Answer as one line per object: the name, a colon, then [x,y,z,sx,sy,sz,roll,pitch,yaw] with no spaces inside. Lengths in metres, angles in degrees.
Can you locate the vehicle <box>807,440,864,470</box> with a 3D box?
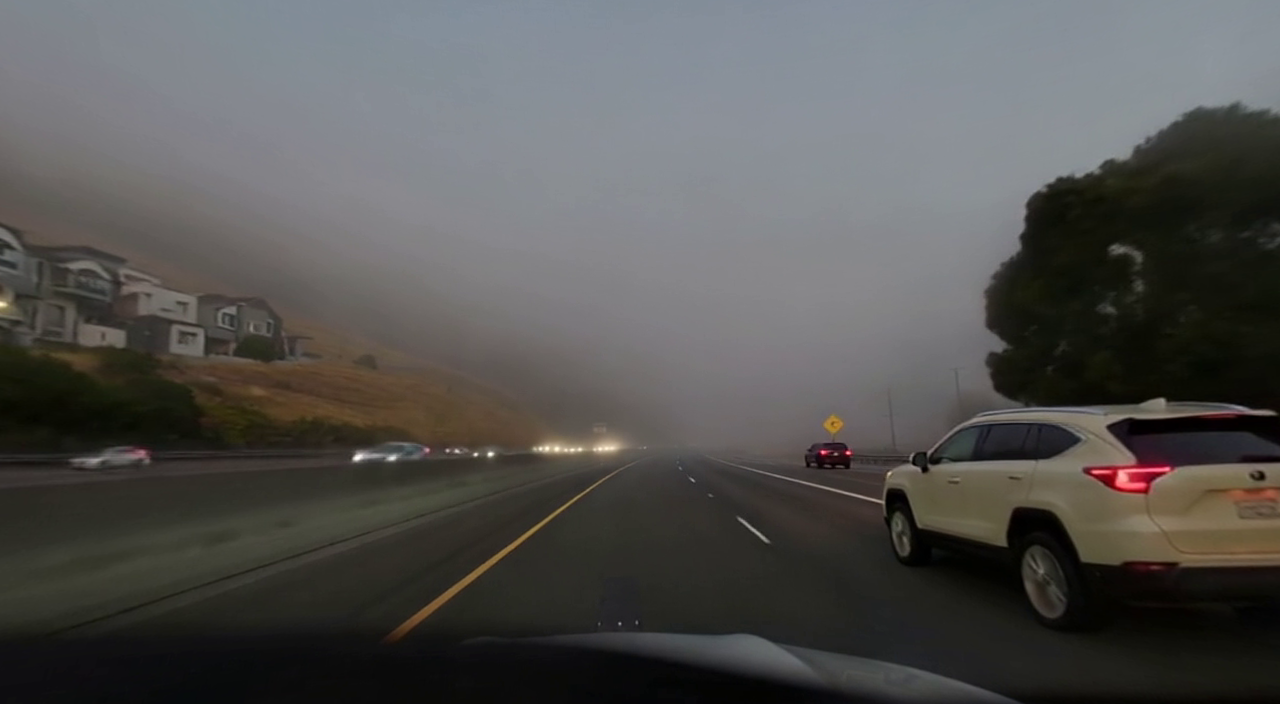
vehicle: [11.945,6.325,38.743,2.043,1.714,4.453,0,-9,0]

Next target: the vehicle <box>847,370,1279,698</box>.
vehicle: [3.897,1.323,5.793,2.318,1.766,4.587,0,-9,-1]

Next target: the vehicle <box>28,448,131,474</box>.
vehicle: [-35.307,6.870,39.821,1.809,1.505,4.810,-1,-9,5]

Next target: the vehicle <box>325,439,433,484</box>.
vehicle: [-12.467,5.256,30.671,2.517,1.982,5.896,0,-9,2]
